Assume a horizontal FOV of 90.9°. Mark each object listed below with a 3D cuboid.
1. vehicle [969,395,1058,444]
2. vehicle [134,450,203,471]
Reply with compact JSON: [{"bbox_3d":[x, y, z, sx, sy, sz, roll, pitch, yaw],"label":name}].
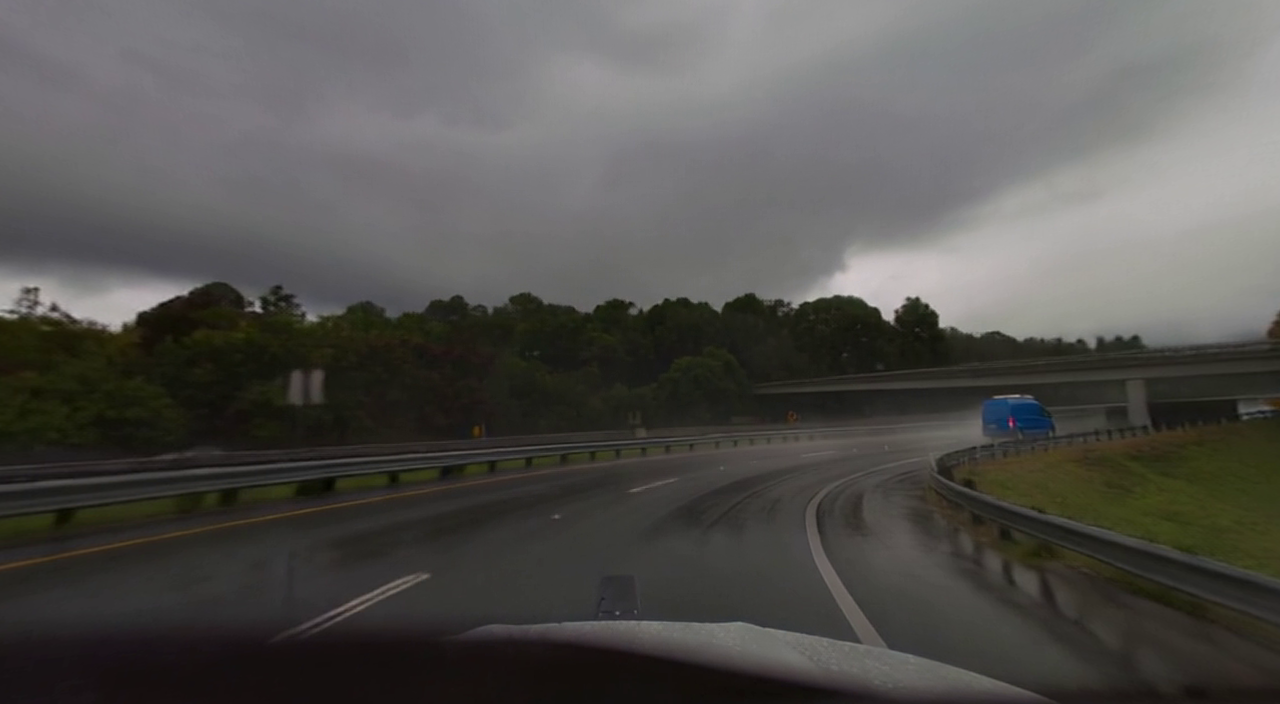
[{"bbox_3d":[21.394,3.911,36.007,5.330,2.577,2.352,6,-9,-36],"label":"vehicle"},{"bbox_3d":[-35.570,8.163,47.625,3.756,1.464,1.852,3,-8,-20],"label":"vehicle"}]
